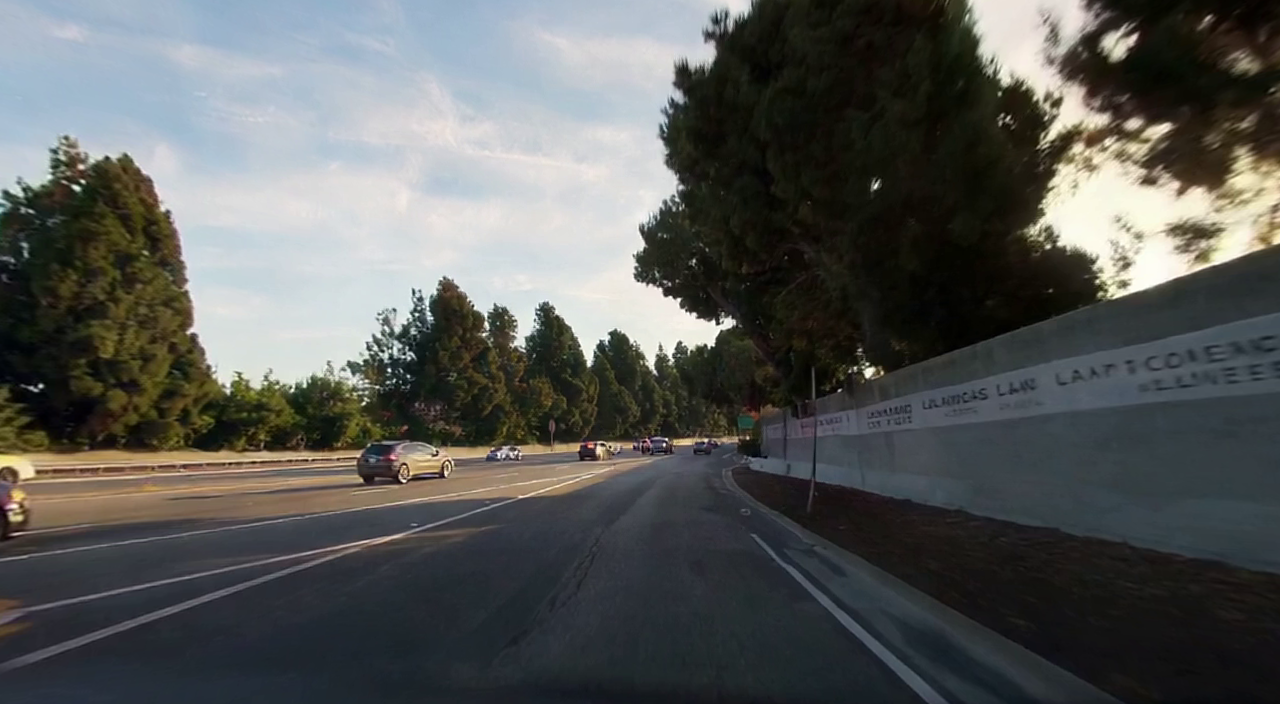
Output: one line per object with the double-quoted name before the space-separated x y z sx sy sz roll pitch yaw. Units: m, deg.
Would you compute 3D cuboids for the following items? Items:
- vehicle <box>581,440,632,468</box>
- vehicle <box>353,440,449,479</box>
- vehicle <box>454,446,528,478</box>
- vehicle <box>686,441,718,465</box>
"vehicle" -2.224 6.986 43.552 2.105 1.764 5.109 -2 -8 13
"vehicle" -11.599 5.227 31.078 2.089 1.736 4.662 -2 -8 13
"vehicle" -7.486 5.537 32.122 1.860 1.442 4.332 -2 -8 14
"vehicle" 4.653 7.482 46.990 2.012 1.622 4.166 -2 -8 11
